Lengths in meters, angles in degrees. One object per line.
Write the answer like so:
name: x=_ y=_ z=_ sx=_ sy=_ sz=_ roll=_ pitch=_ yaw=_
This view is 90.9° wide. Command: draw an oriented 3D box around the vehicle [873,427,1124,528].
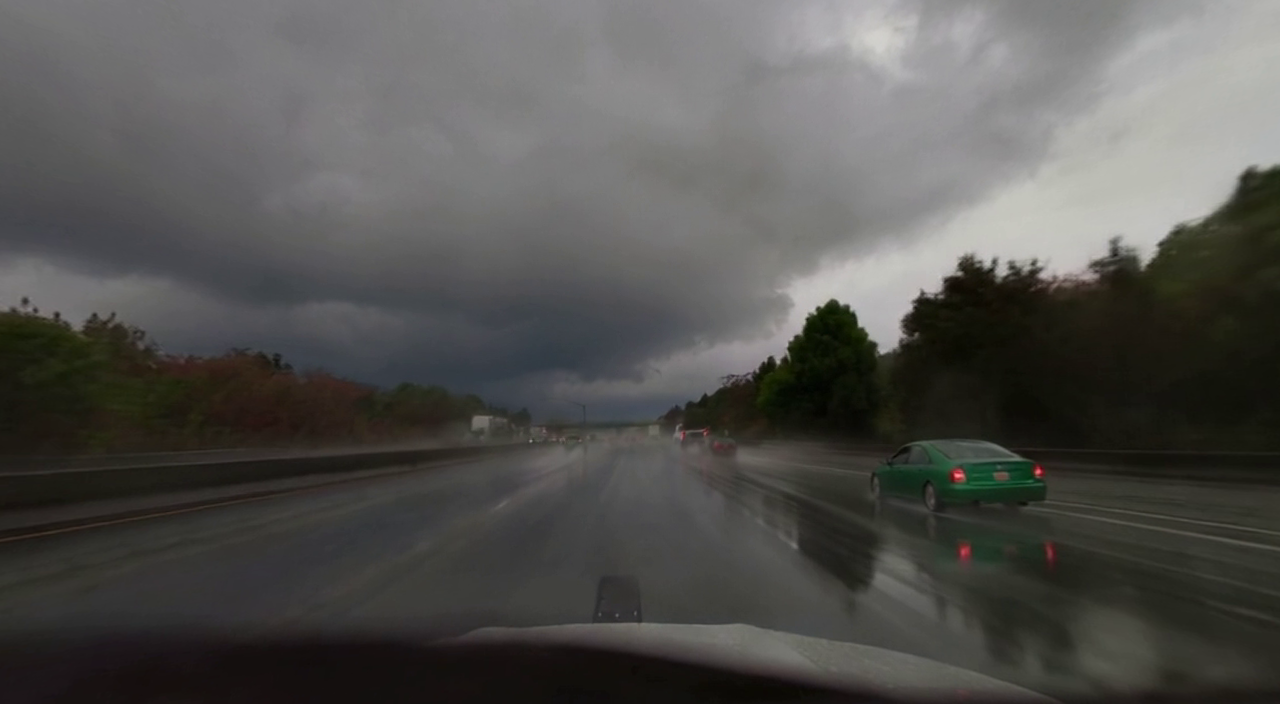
vehicle: x=6.164 y=2.170 z=11.590 sx=2.028 sy=1.488 sz=4.236 roll=0 pitch=-8 yaw=-2

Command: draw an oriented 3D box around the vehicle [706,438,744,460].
vehicle: x=5.708 y=6.568 z=42.880 sx=1.920 sy=1.436 sz=3.890 roll=0 pitch=-8 yaw=-2
